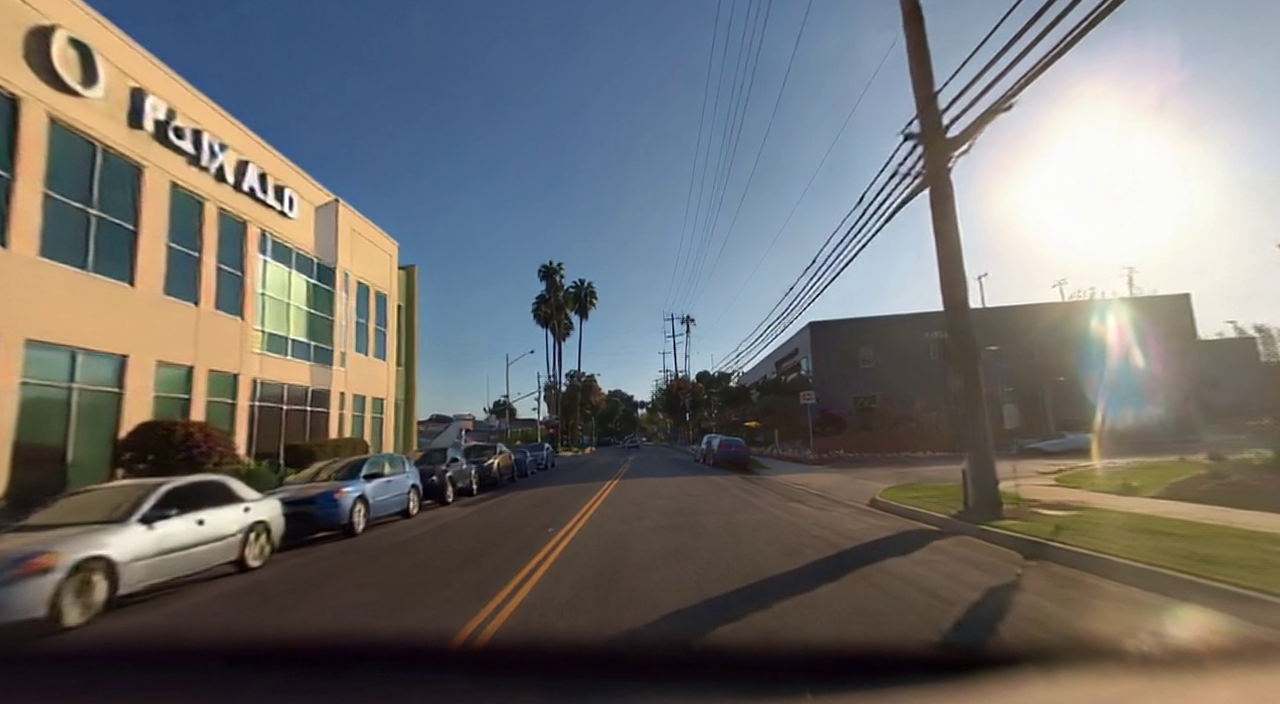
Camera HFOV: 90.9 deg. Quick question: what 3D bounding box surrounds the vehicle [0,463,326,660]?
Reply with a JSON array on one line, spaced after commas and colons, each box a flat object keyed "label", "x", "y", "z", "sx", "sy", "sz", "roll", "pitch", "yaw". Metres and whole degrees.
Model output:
[{"label": "vehicle", "x": -5.960, "y": 2.150, "z": 7.570, "sx": 1.982, "sy": 1.453, "sz": 4.577, "roll": 0, "pitch": -8, "yaw": 1}]

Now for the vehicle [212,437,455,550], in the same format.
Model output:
[{"label": "vehicle", "x": -5.815, "y": 2.698, "z": 12.993, "sx": 2.286, "sy": 1.836, "sz": 5.088, "roll": -1, "pitch": -8, "yaw": 2}]

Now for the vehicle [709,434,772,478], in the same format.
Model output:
[{"label": "vehicle", "x": 3.994, "y": 4.210, "z": 25.774, "sx": 1.948, "sy": 1.607, "sz": 4.873, "roll": 0, "pitch": -8, "yaw": 2}]

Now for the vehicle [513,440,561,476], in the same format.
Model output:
[{"label": "vehicle", "x": -5.755, "y": 5.930, "z": 35.767, "sx": 2.126, "sy": 1.864, "sz": 4.831, "roll": 0, "pitch": -8, "yaw": -2}]
